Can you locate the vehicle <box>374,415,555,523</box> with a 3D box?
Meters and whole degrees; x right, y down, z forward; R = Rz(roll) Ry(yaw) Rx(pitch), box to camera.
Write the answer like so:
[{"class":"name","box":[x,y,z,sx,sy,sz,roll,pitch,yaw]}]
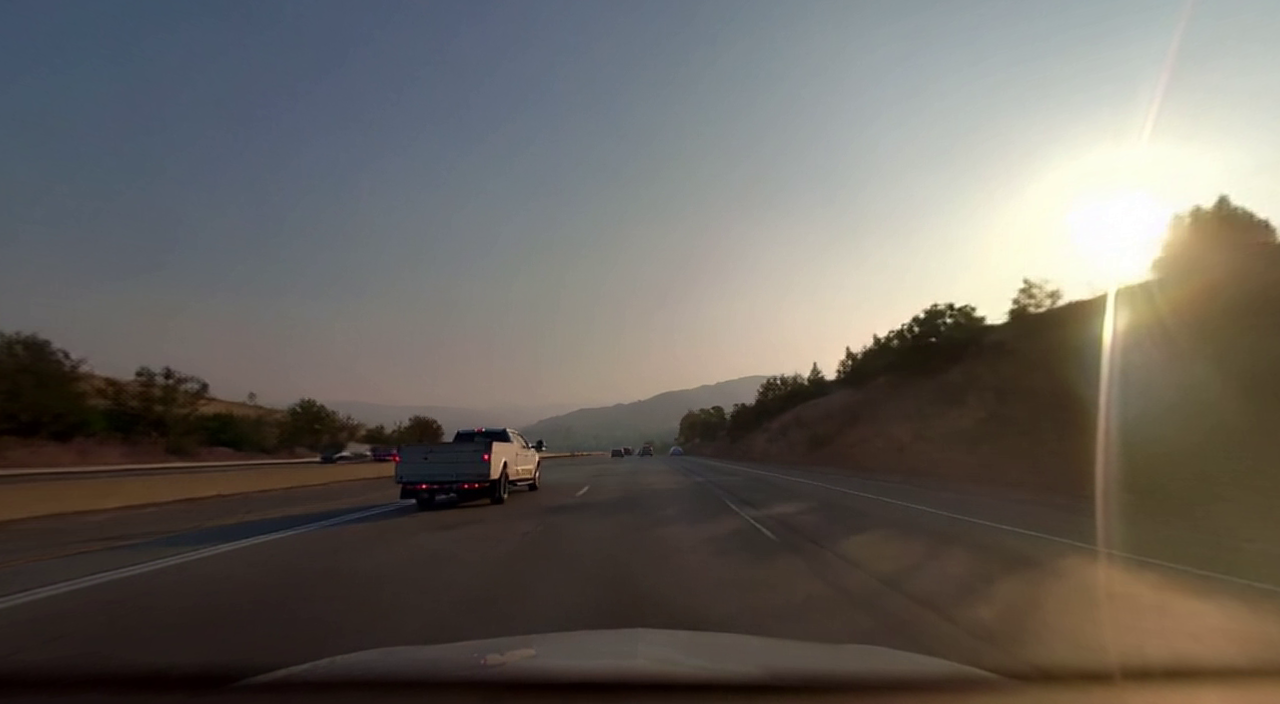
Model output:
[{"class":"vehicle","box":[-3.540,2.508,14.150,2.379,1.918,5.504,0,-8,1]}]
